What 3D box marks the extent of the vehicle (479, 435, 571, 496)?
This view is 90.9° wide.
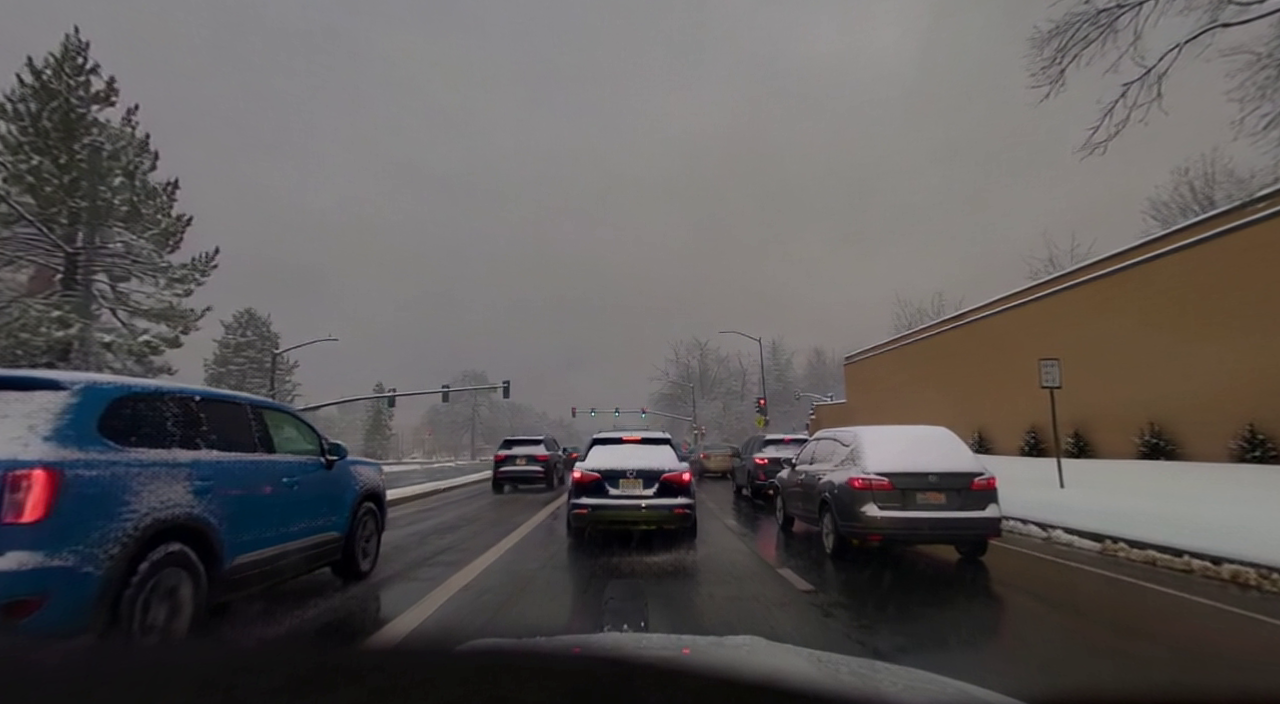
[{"bbox_3d":[-3.622,3.672,20.784,2.067,1.759,4.631,0,-8,1],"label":"vehicle"}]

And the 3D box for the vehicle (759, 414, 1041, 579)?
[{"bbox_3d":[3.119,1.818,8.767,2.029,1.702,4.281,0,-8,-1],"label":"vehicle"}]

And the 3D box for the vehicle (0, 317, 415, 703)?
[{"bbox_3d":[-3.589,1.122,4.818,2.070,1.913,4.450,0,-8,0],"label":"vehicle"}]

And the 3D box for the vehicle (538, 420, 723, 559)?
[{"bbox_3d":[-0.089,1.967,9.714,2.245,1.677,3.913,0,-8,1],"label":"vehicle"}]
